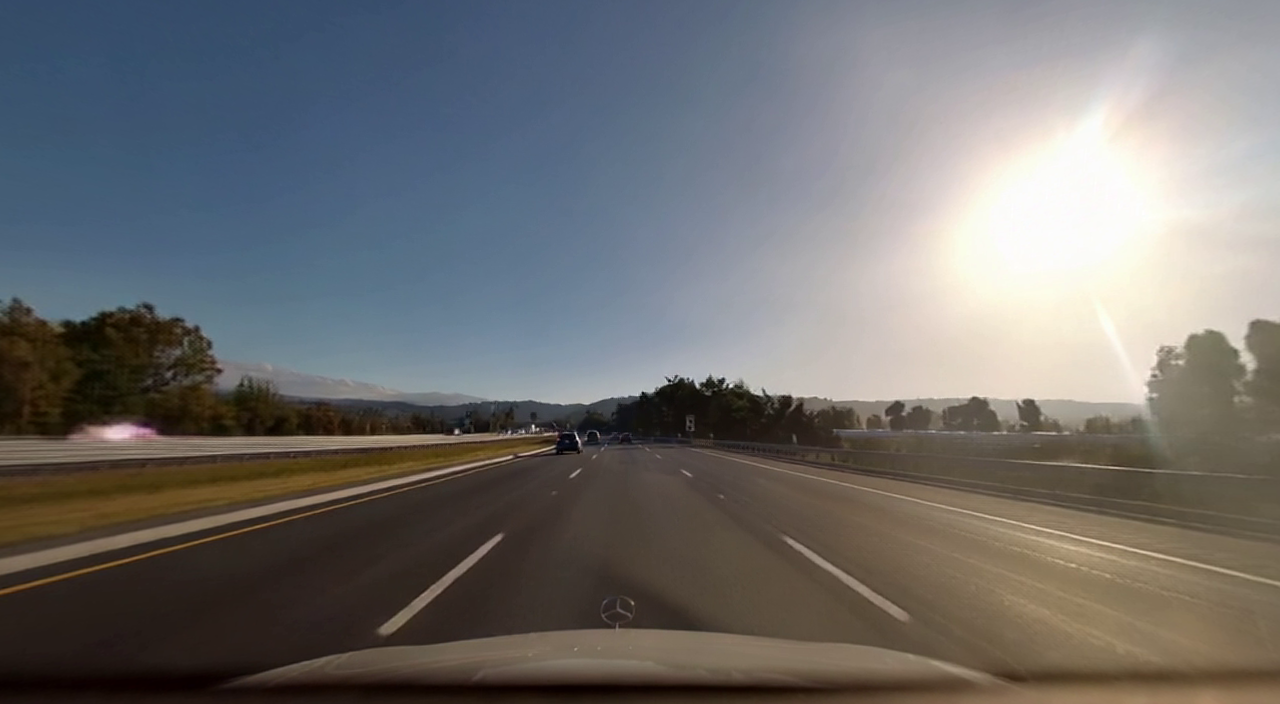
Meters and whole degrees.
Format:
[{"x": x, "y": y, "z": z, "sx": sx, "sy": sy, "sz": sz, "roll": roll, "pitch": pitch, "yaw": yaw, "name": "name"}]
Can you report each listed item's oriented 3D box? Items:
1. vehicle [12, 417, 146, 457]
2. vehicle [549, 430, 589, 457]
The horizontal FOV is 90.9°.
[{"x": -24.804, "y": 3.792, "z": 28.130, "sx": 1.849, "sy": 1.591, "sz": 4.497, "roll": 0, "pitch": -8, "yaw": -1, "name": "vehicle"}, {"x": -4.384, "y": 5.700, "z": 39.398, "sx": 2.062, "sy": 1.591, "sz": 4.156, "roll": 0, "pitch": -8, "yaw": -1, "name": "vehicle"}]
